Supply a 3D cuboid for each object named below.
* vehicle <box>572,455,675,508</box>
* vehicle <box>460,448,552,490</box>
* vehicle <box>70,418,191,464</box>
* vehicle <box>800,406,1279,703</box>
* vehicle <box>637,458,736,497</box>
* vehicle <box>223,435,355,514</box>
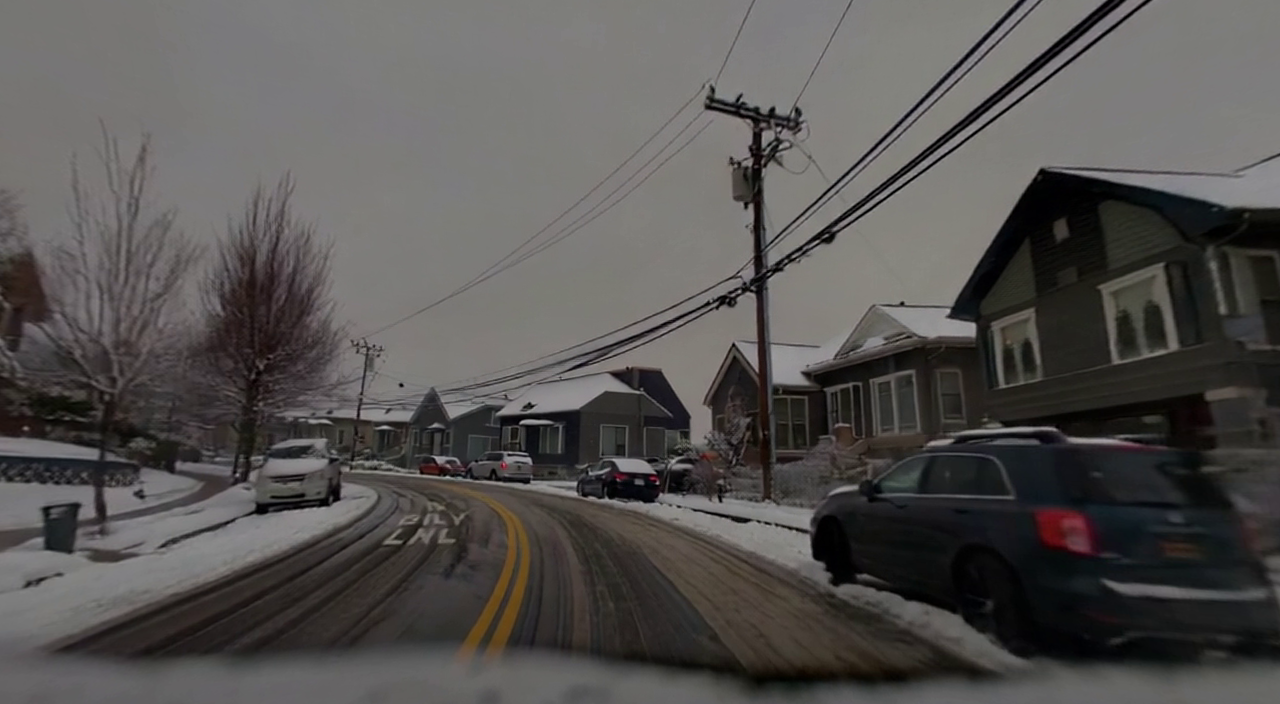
[{"bbox_3d":[-0.701,4.358,21.725,1.923,1.531,4.568,6,-10,-23],"label":"vehicle"},{"bbox_3d":[-7.207,6.147,33.474,2.449,1.869,5.504,12,-14,-36],"label":"vehicle"},{"bbox_3d":[-23.696,4.220,29.476,4.064,1.569,1.861,15,-21,-40],"label":"vehicle"},{"bbox_3d":[3.327,1.565,6.088,1.994,1.682,4.750,4,-9,-5],"label":"vehicle"},{"bbox_3d":[2.138,5.652,28.787,4.163,1.586,2.023,6,-10,-35],"label":"vehicle"},{"bbox_3d":[-9.582,3.398,17.833,2.378,1.840,5.389,5,-11,-20],"label":"vehicle"}]
